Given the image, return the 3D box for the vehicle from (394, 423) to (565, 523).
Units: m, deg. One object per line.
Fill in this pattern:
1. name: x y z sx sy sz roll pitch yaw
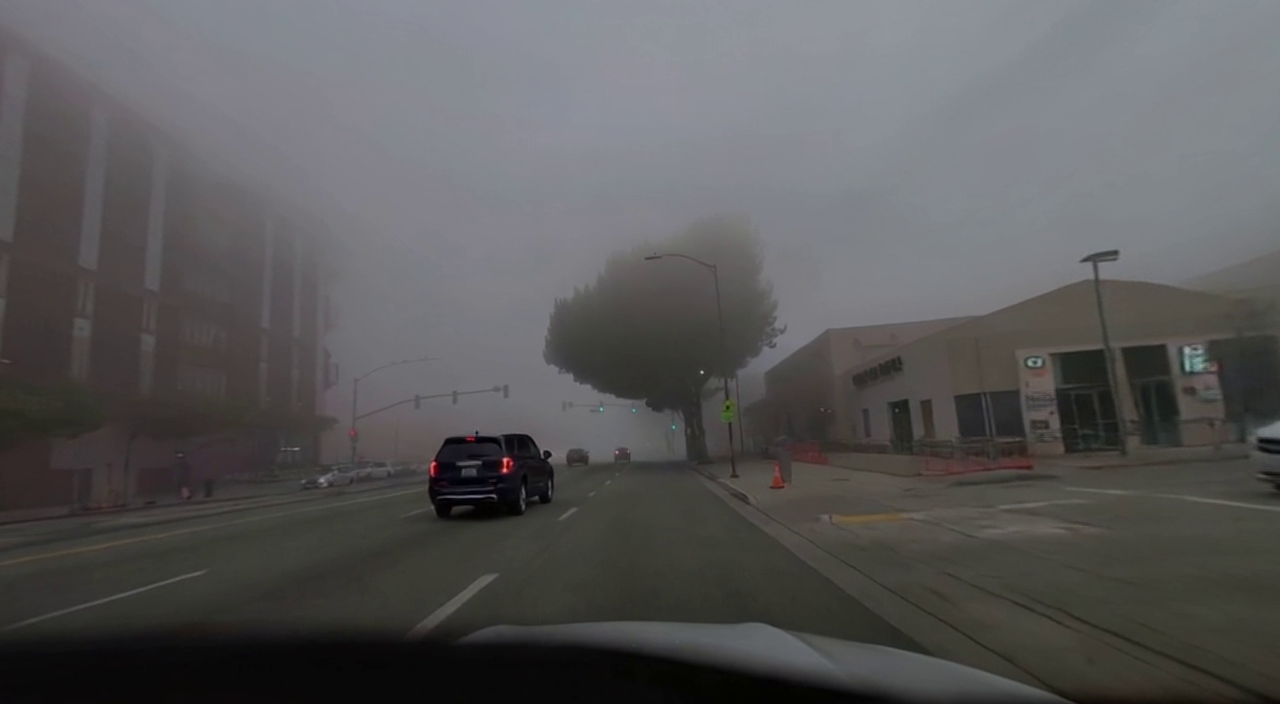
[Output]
1. vehicle: -3.150 2.537 13.723 2.277 1.743 4.893 -1 -9 2

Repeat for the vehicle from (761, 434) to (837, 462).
1. vehicle: 10.189 6.210 40.581 4.361 1.550 2.087 1 -13 2

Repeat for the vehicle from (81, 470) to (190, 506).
1. vehicle: -27.621 7.420 34.675 4.398 1.737 1.950 8 -10 -36

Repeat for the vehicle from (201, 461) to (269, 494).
1. vehicle: -28.300 8.765 44.055 3.755 1.646 1.961 -2 -10 -37
